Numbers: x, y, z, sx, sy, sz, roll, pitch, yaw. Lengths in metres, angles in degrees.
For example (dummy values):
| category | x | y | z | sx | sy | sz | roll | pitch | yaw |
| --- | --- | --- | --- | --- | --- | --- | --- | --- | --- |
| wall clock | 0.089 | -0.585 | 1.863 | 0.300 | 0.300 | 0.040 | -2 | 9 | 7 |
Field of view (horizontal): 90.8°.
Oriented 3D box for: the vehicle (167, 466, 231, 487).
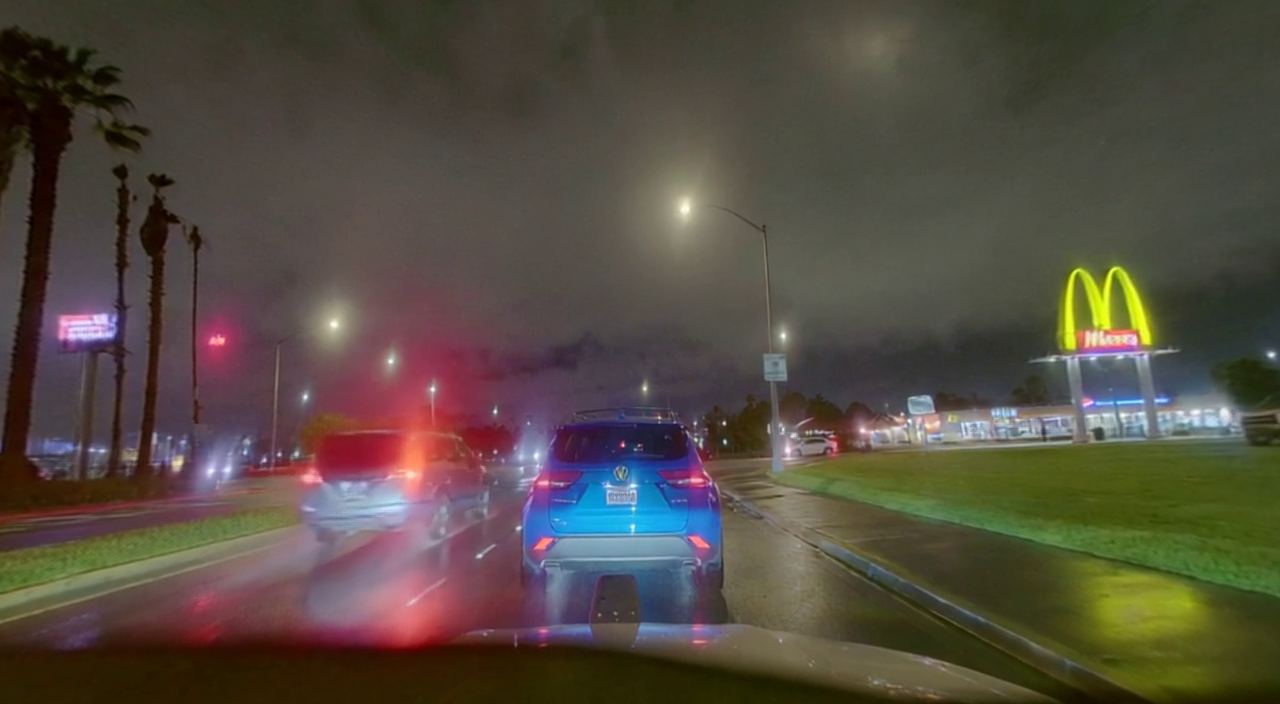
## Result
| category | x | y | z | sx | sy | sz | roll | pitch | yaw |
| --- | --- | --- | --- | --- | --- | --- | --- | --- | --- |
| vehicle | -33.271 | 9.392 | 47.789 | 1.792 | 1.439 | 3.952 | -1 | -9 | 3 |

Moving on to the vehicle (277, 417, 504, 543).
| category | x | y | z | sx | sy | sz | roll | pitch | yaw |
| --- | --- | --- | --- | --- | --- | --- | --- | --- | --- |
| vehicle | -4.024 | 2.155 | 11.285 | 2.181 | 1.771 | 4.567 | 0 | -9 | 0 |

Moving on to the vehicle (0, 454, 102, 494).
| category | x | y | z | sx | sy | sz | roll | pitch | yaw |
| --- | --- | --- | --- | --- | --- | --- | --- | --- | --- |
| vehicle | -28.089 | 5.564 | 29.025 | 4.584 | 1.714 | 2.186 | 4 | -10 | -28 |

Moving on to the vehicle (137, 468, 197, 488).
| category | x | y | z | sx | sy | sz | roll | pitch | yaw |
| --- | --- | --- | --- | --- | --- | --- | --- | --- | --- |
| vehicle | -35.612 | 9.479 | 47.660 | 1.641 | 1.375 | 3.640 | 0 | -9 | 0 |

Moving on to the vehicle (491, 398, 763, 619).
| category | x | y | z | sx | sy | sz | roll | pitch | yaw |
| --- | --- | --- | --- | --- | --- | --- | --- | --- | --- |
| vehicle | -0.140 | 1.526 | 7.027 | 2.137 | 1.728 | 3.926 | 0 | -9 | -1 |

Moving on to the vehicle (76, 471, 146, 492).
| category | x | y | z | sx | sy | sz | roll | pitch | yaw |
| --- | --- | --- | --- | --- | --- | --- | --- | --- | --- |
| vehicle | -39.925 | 9.765 | 47.825 | 1.602 | 1.400 | 4.220 | 0 | -9 | 1 |
